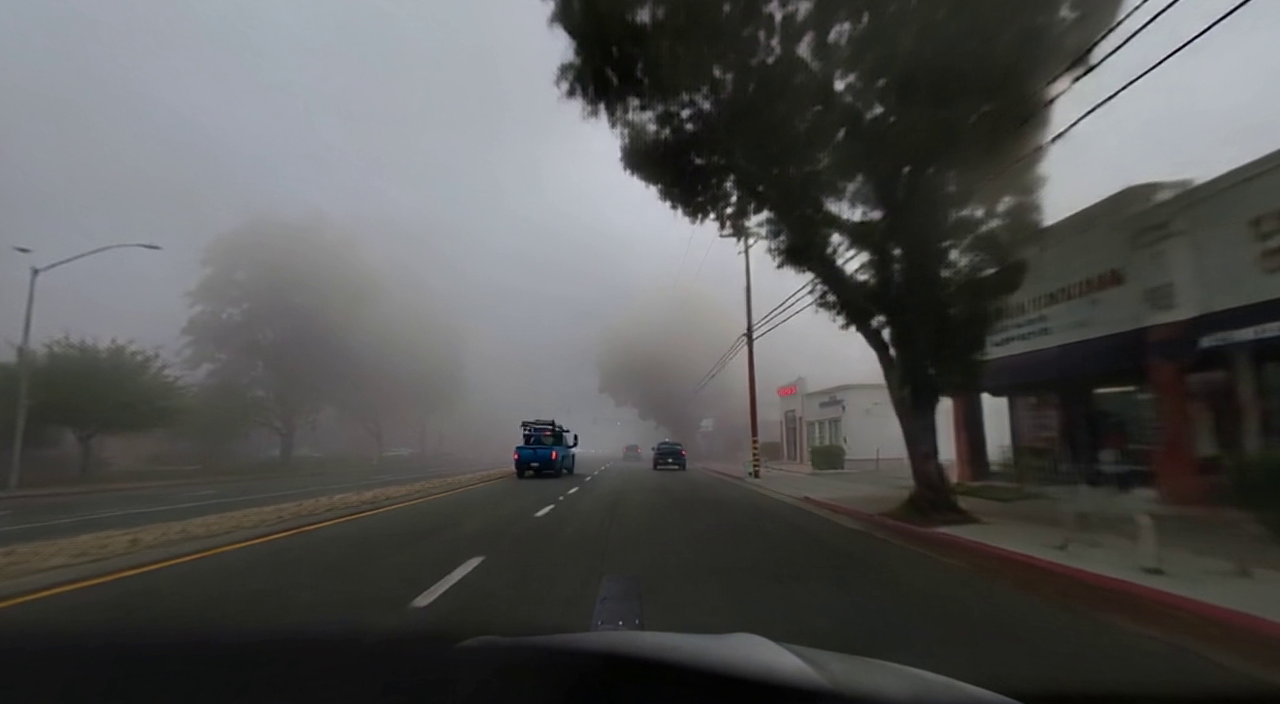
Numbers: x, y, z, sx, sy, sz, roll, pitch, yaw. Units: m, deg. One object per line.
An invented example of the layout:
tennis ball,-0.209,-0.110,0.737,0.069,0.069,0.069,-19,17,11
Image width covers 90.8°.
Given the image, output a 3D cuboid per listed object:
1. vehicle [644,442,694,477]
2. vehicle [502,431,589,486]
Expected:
vehicle,1.278,4.961,29.299,2.103,1.487,4.101,0,-9,0
vehicle,-3.269,3.821,22.985,2.464,1.777,5.128,0,-9,-1
